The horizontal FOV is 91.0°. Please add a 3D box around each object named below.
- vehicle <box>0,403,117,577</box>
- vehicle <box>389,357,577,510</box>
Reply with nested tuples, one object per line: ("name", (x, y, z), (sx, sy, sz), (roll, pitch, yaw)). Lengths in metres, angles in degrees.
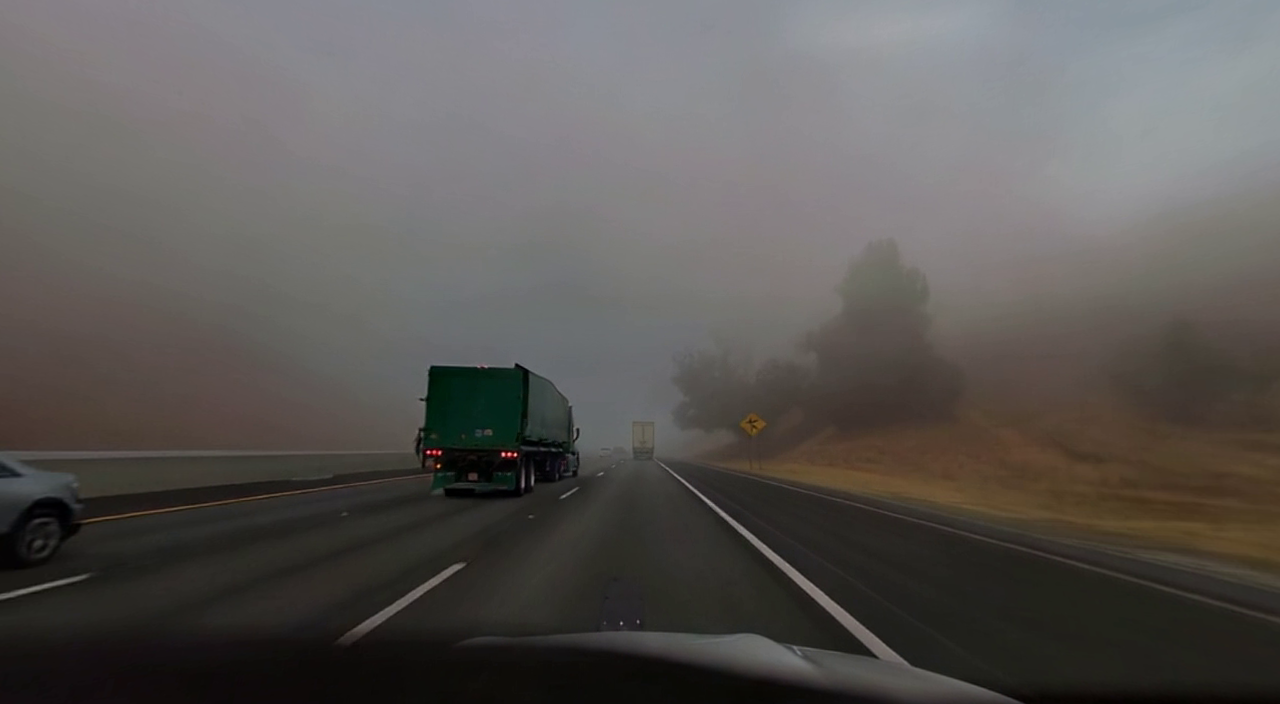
("vehicle", (-7.462, 1.207, 5.222), (2.125, 1.725, 4.715), (0, -9, 0))
("vehicle", (-3.909, 2.556, 19.015), (2.789, 3.271, 10.894), (0, -9, 0))
